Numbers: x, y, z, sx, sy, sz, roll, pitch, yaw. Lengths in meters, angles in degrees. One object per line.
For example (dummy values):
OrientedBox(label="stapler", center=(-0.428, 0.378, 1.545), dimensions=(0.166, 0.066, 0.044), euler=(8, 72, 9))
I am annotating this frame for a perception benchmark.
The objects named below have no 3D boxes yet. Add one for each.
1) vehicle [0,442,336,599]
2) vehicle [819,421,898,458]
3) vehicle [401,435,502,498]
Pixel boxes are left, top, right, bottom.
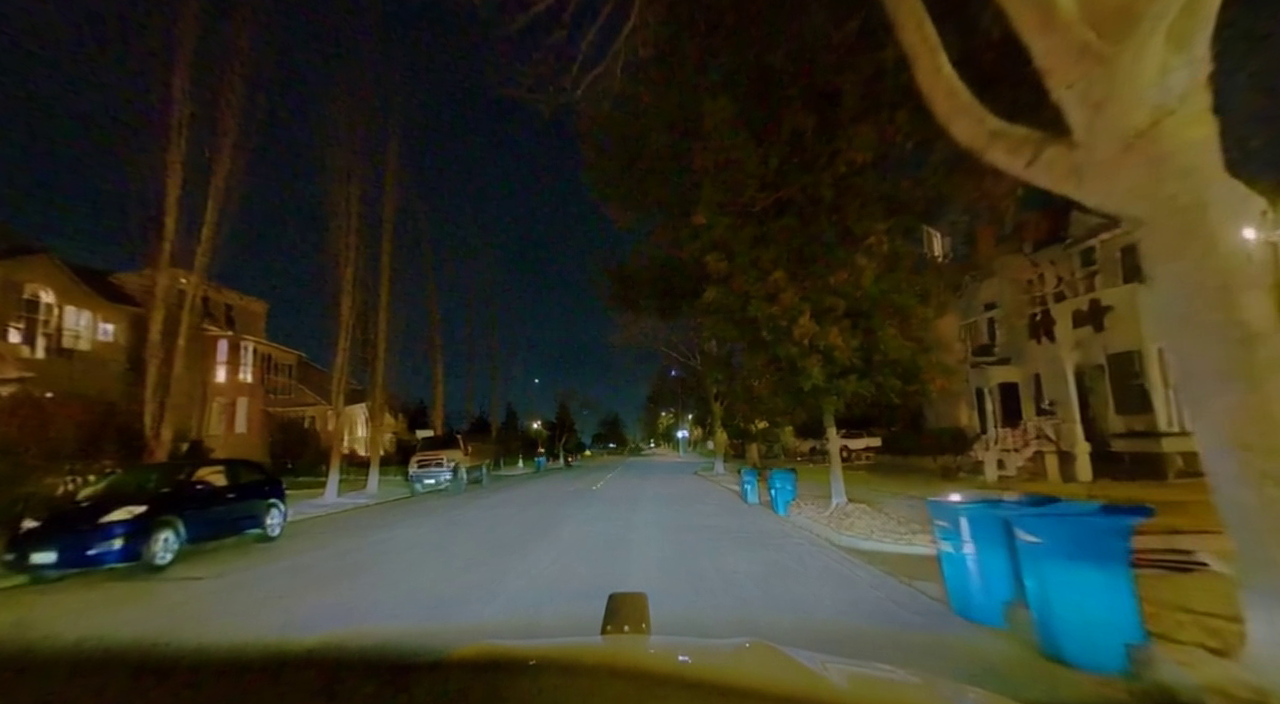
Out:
OrientedBox(label="vehicle", center=(-6.377, 2.138, 9.012), dimensions=(1.945, 1.530, 4.430), euler=(-4, -8, -1))
OrientedBox(label="vehicle", center=(11.288, 4.581, 32.980), dimensions=(2.189, 1.756, 5.053), euler=(1, -8, -2))
OrientedBox(label="vehicle", center=(-6.465, 3.921, 22.231), dimensions=(2.169, 1.871, 4.762), euler=(-2, -8, -1))
